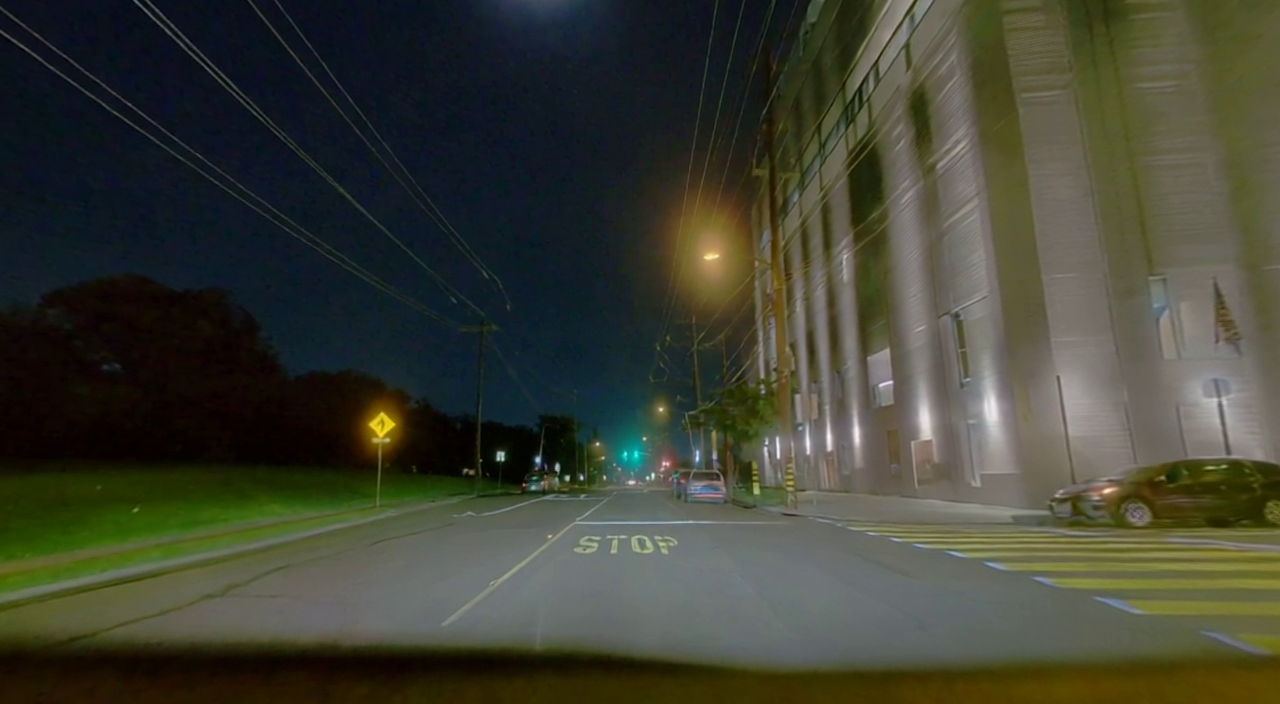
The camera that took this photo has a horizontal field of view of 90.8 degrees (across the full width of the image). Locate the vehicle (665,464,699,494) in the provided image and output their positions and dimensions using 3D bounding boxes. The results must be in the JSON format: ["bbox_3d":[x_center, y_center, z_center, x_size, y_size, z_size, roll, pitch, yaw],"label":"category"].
[{"bbox_3d":[2.878,8.797,44.097,1.953,1.774,5.008,0,-8,-1],"label":"vehicle"}]

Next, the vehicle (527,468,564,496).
[{"bbox_3d":[-6.607,9.168,44.645,1.913,1.682,4.365,0,-8,0],"label":"vehicle"}]

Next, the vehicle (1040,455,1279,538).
[{"bbox_3d":[11.464,2.943,13.208,4.771,1.492,2.107,0,-8,-2],"label":"vehicle"}]
